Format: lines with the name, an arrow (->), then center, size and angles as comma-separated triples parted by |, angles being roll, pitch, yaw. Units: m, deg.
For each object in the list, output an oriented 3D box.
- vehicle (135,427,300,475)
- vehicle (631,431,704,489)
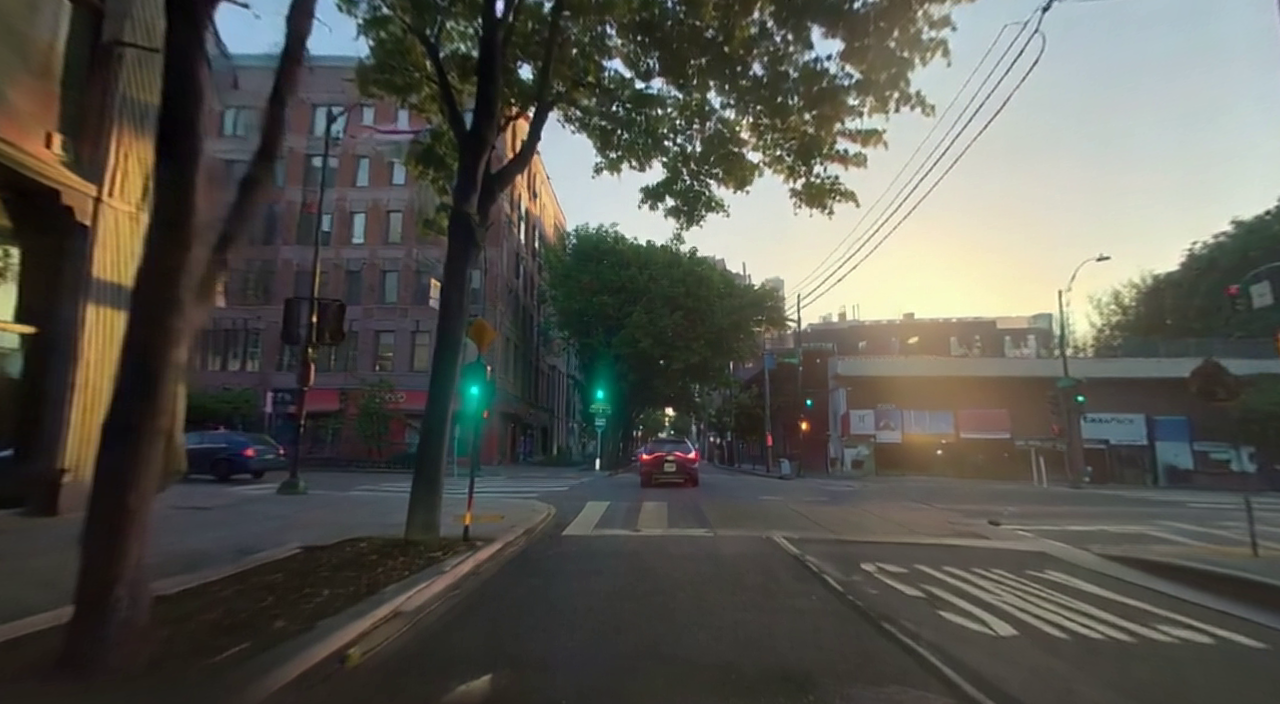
vehicle -> -14.345, 3.383, 21.576 | 4.282, 1.519, 2.077 | -2, -8, 7
vehicle -> 0.838, 3.391, 20.115 | 2.079, 1.621, 3.861 | -1, -8, 1
